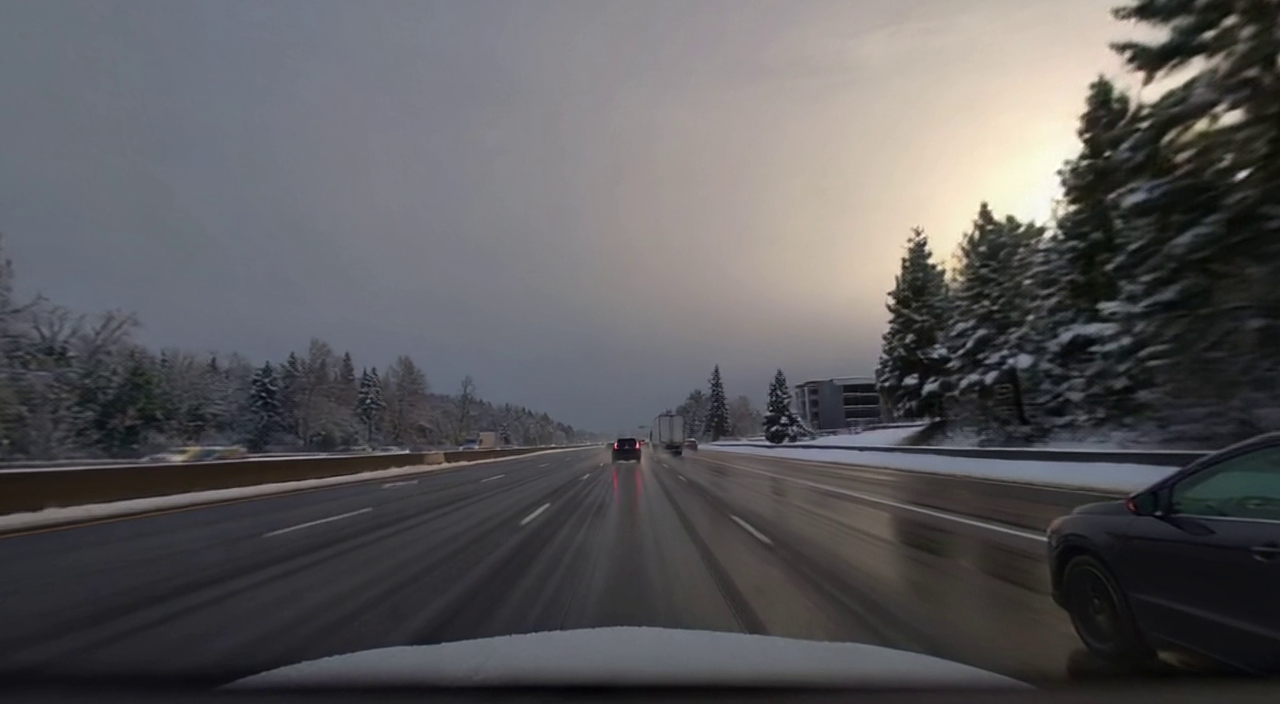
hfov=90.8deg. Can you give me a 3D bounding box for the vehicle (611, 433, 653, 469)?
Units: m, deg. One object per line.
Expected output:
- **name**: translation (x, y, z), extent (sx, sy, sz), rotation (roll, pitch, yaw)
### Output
- **vehicle**: translation (-0.474, 5.769, 36.972), extent (2.297, 1.912, 4.355), rotation (0, -8, -1)

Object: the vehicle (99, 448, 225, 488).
- **vehicle**: translation (-26.134, 6.308, 34.943), extent (2.228, 1.953, 6.010), rotation (0, -8, 0)

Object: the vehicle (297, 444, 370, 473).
- **vehicle**: translation (-18.711, 6.488, 38.810), extent (2.031, 1.618, 4.888), rotation (0, -8, 0)

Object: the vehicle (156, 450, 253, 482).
- **vehicle**: translation (-22.156, 5.786, 32.409), extent (1.865, 1.461, 4.393), rotation (0, -8, 0)

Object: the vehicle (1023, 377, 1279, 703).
- **vehicle**: translation (3.572, 0.820, 1.995), extent (1.950, 1.596, 4.326), rotation (0, -8, -1)
